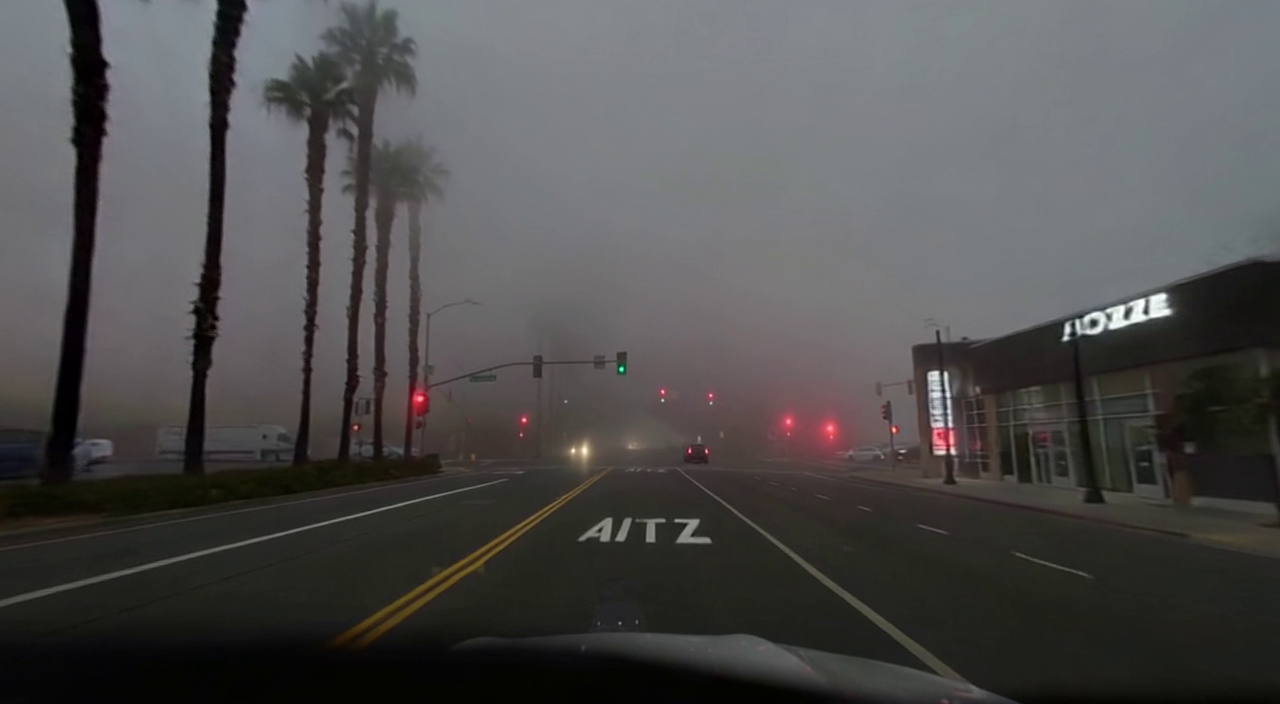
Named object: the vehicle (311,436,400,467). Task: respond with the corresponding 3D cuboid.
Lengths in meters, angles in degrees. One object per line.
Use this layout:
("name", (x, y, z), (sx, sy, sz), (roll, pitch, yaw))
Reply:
("vehicle", (-19.447, 6.814, 43.194), (4.901, 2.064, 2.296), (0, -8, 1))

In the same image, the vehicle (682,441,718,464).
("vehicle", (4.066, 6.926, 43.372), (2.065, 1.507, 4.225), (0, -9, -1))

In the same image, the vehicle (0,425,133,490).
("vehicle", (-19.526, 3.285, 19.741), (5.049, 1.874, 2.462), (0, -9, 0))
